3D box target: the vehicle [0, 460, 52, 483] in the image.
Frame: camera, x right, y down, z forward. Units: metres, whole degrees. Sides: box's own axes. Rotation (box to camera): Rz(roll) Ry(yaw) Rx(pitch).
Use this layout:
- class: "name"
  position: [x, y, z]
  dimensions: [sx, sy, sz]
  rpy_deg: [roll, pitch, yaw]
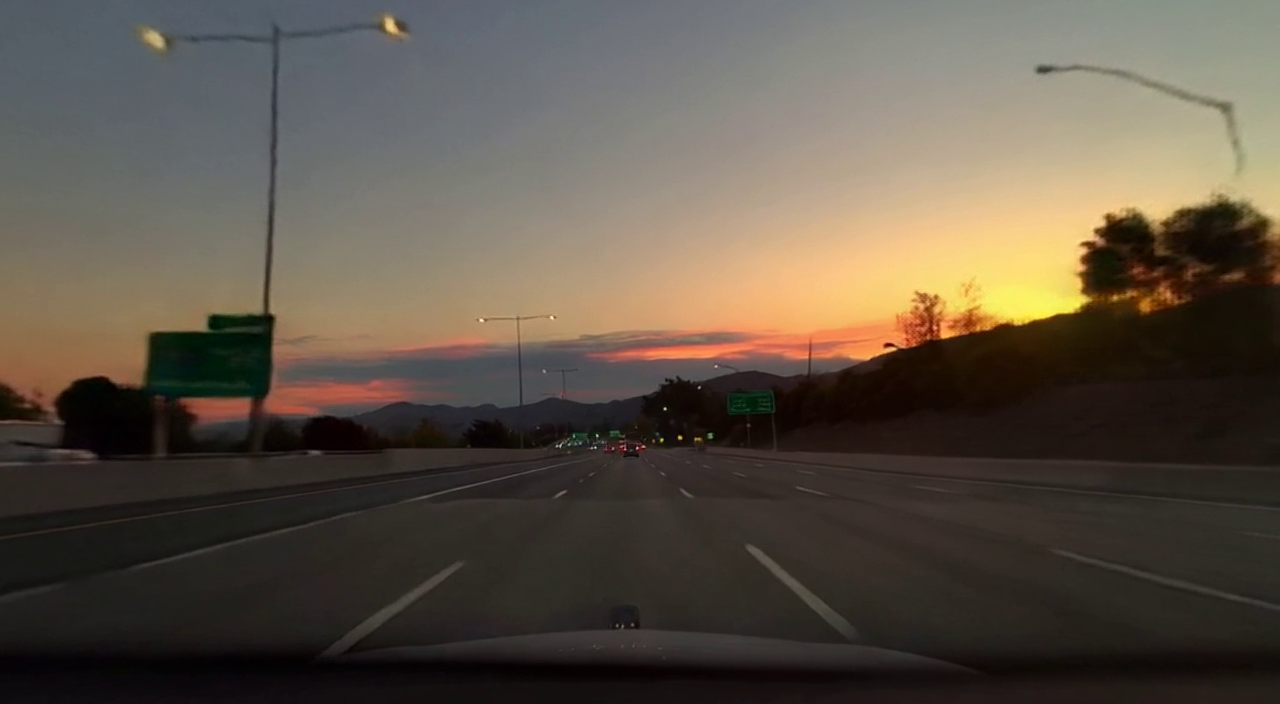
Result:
- class: "vehicle"
  position: [-42.580, 8.066, 42.649]
  dimensions: [1.756, 1.437, 4.174]
  rpy_deg: [0, -9, 0]
